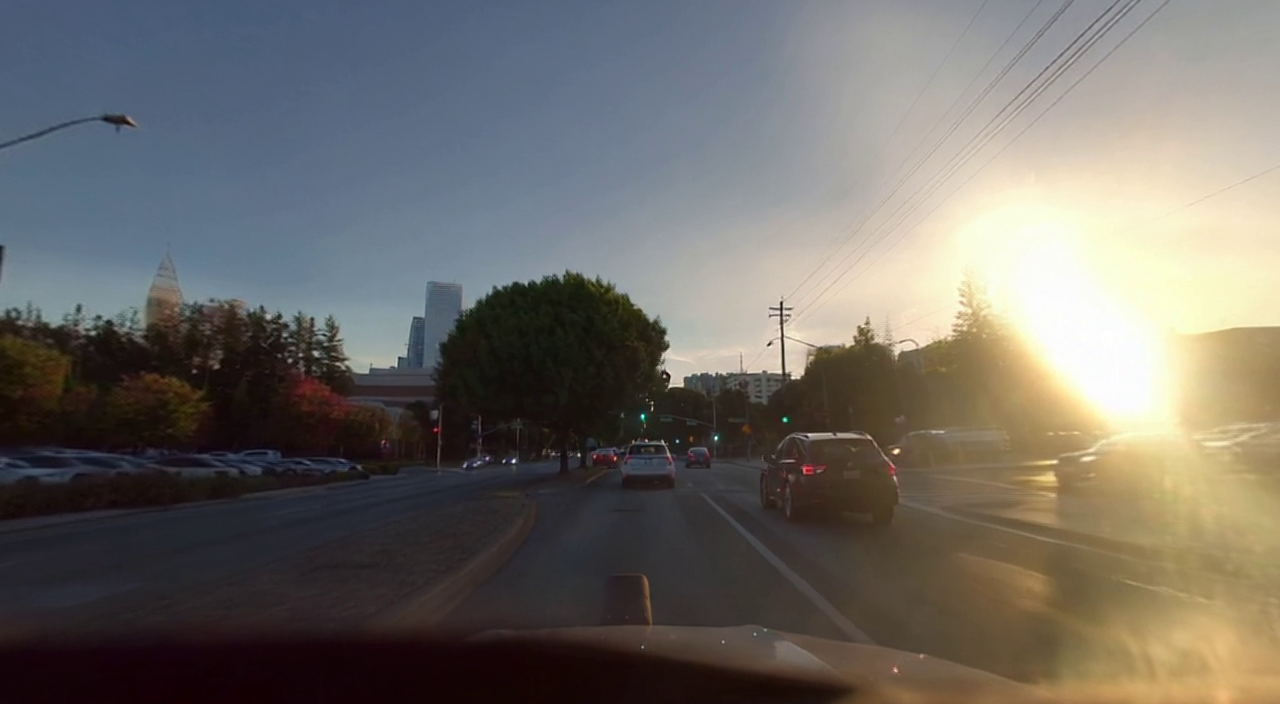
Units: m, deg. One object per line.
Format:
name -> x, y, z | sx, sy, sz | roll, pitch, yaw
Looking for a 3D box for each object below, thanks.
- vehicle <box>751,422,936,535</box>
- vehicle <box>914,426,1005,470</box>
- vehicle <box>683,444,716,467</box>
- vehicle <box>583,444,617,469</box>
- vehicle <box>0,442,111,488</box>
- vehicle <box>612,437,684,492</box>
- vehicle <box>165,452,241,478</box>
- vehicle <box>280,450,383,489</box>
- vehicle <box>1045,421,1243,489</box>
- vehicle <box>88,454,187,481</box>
vehicle -> 3.536, 2.287, 12.014 | 2.024, 1.711, 4.512 | 0, -9, 0
vehicle -> 14.440, 4.369, 28.818 | 2.146, 1.837, 4.512 | -1, -9, 6
vehicle -> 4.171, 7.263, 44.438 | 1.880, 1.503, 4.130 | 0, -9, -1
vehicle -> -2.638, 6.753, 40.952 | 2.104, 1.488, 4.546 | 0, -9, -5
vehicle -> -23.485, 4.274, 24.037 | 4.739, 1.635, 2.030 | 0, -8, 1
vehicle -> 0.268, 3.727, 21.284 | 2.200, 1.653, 4.127 | 0, -9, 1
vehicle -> -30.376, 7.817, 43.985 | 1.903, 1.649, 4.654 | 0, -9, 1
vehicle -> -13.642, 5.187, 27.810 | 4.290, 1.510, 2.006 | -8, -11, 30
vehicle -> 13.425, 2.777, 17.227 | 1.899, 1.602, 4.297 | -1, -9, 2
vehicle -> -30.412, 6.993, 38.391 | 1.951, 1.459, 4.803 | -1, -9, 2
